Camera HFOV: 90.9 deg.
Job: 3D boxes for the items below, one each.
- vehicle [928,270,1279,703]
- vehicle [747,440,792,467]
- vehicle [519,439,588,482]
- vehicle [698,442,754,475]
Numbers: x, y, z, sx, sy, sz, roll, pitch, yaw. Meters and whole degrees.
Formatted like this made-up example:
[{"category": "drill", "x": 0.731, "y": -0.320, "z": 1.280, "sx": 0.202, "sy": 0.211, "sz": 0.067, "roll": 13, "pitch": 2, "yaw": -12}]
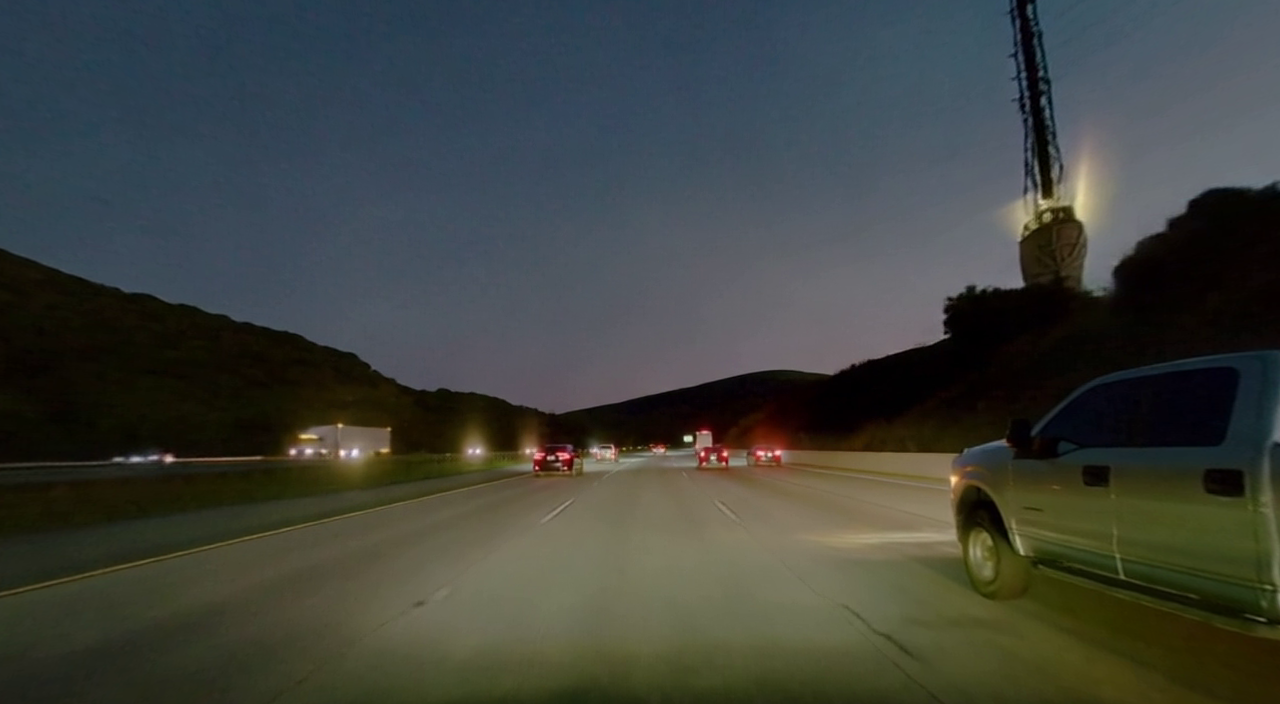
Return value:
[{"category": "vehicle", "x": 3.446, "y": 0.703, "z": 2.636, "sx": 2.098, "sy": 1.925, "sz": 5.171, "roll": 0, "pitch": -8, "yaw": 1}, {"category": "vehicle", "x": 8.383, "y": 6.578, "z": 41.097, "sx": 1.986, "sy": 1.633, "sz": 4.430, "roll": 0, "pitch": -8, "yaw": 0}, {"category": "vehicle", "x": -3.507, "y": 4.513, "z": 26.565, "sx": 2.113, "sy": 1.636, "sz": 4.494, "roll": -1, "pitch": -8, "yaw": 2}, {"category": "vehicle", "x": 4.042, "y": 5.086, "z": 30.352, "sx": 2.046, "sy": 1.471, "sz": 4.333, "roll": 0, "pitch": -8, "yaw": 0}]
